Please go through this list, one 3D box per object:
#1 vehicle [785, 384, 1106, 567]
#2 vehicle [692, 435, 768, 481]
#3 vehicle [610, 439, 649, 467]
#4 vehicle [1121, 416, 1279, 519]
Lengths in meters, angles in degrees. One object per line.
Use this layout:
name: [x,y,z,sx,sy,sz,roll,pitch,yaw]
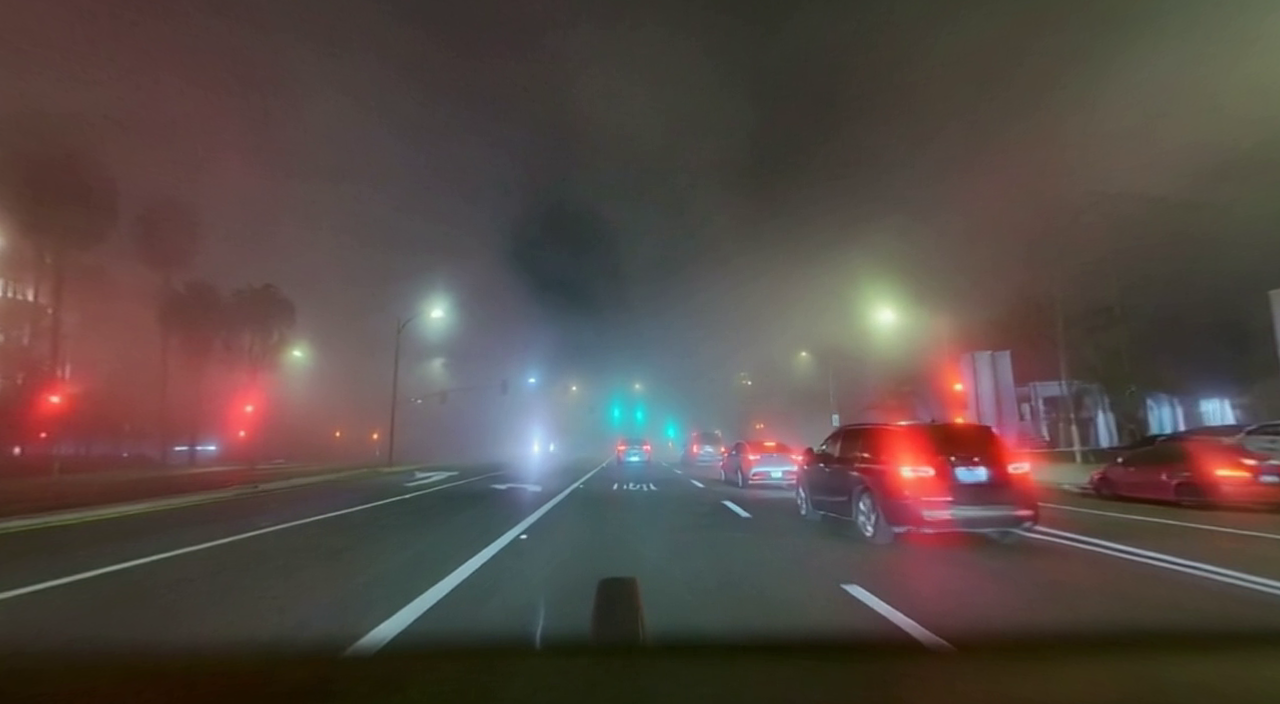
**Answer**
vehicle: [3.764,1.640,9.060,2.104,1.910,4.693,0,-9,-2]
vehicle: [3.221,3.903,23.512,2.010,1.509,4.377,0,-9,-2]
vehicle: [-0.621,5.743,36.079,2.115,1.464,4.205,0,-9,-2]
vehicle: [12.291,2.169,12.055,2.059,1.808,5.098,0,-9,-1]
